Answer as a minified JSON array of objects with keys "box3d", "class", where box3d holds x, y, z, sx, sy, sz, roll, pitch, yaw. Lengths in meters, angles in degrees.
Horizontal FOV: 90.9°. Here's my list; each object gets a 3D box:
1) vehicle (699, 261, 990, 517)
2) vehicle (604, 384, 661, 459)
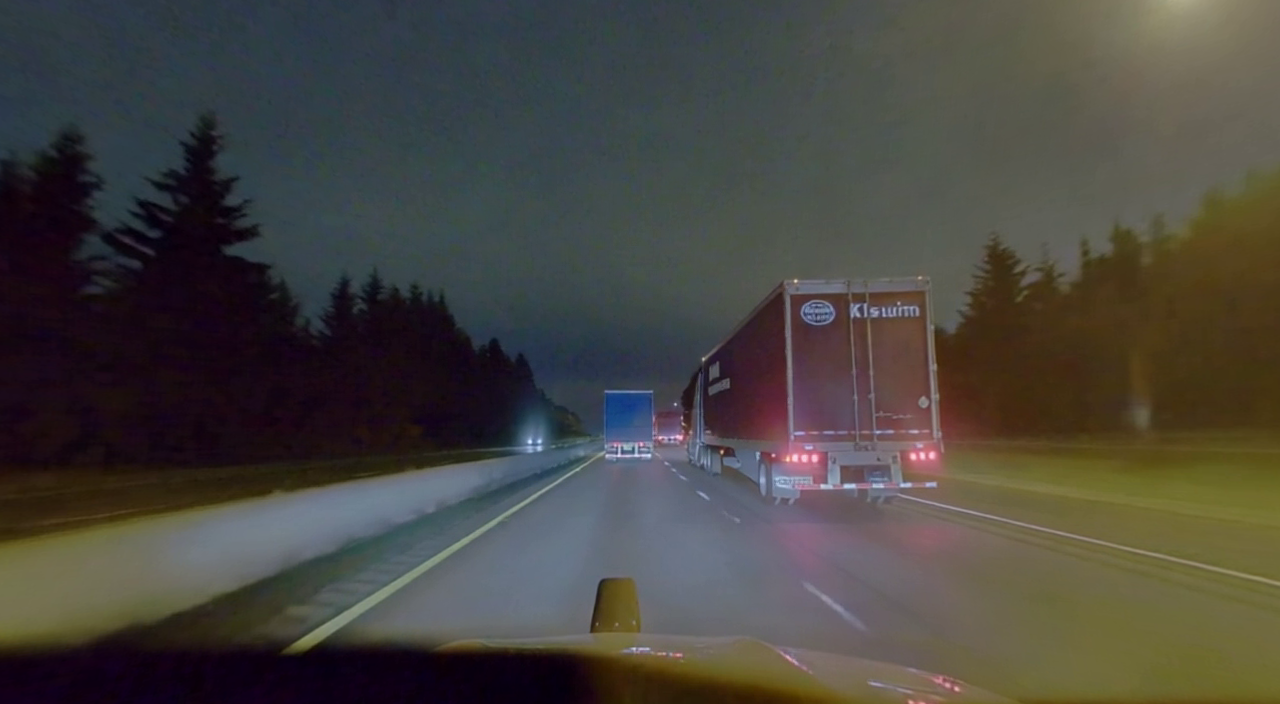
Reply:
[{"box3d":[3.937,1.512,17.411,2.856,4.145,14.500,0,-8,-1],"class":"vehicle"},{"box3d":[-0.462,4.322,38.108,2.958,3.917,10.196,0,-8,-1],"class":"vehicle"}]
